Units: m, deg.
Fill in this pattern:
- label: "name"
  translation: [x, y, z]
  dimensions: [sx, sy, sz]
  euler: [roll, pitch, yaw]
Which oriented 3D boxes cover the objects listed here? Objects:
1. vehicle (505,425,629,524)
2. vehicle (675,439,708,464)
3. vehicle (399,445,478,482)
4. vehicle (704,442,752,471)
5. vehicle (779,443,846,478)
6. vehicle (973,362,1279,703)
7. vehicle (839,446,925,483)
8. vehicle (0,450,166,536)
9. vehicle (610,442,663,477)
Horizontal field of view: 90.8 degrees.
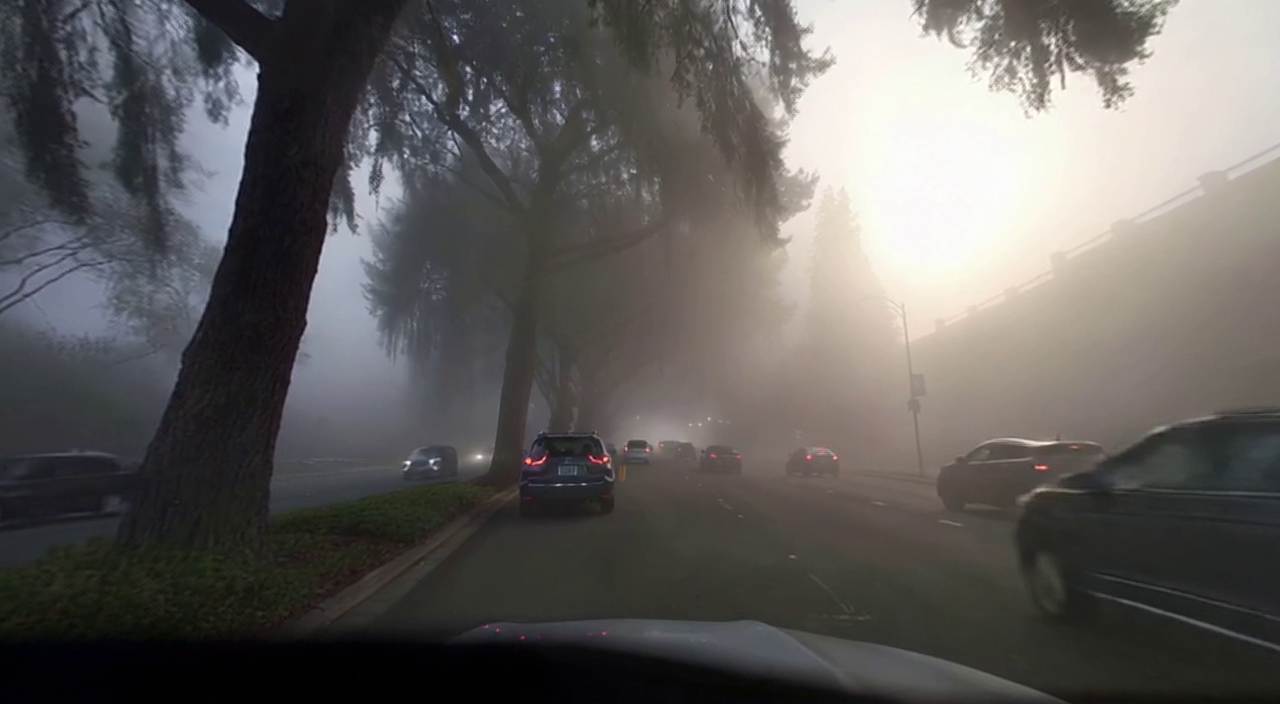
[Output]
- label: "vehicle"
  translation: [-1.427, 2.364, 12.733]
  dimensions: [2.106, 1.655, 3.717]
  euler: [1, -8, -6]
- label: "vehicle"
  translation: [3.950, 7.735, 49.487]
  dimensions: [2.114, 1.846, 4.659]
  euler: [0, -8, -1]
- label: "vehicle"
  translation: [-8.571, 4.752, 27.262]
  dimensions: [1.966, 1.489, 4.099]
  euler: [0, -8, 1]
- label: "vehicle"
  translation: [4.889, 5.851, 35.595]
  dimensions: [2.175, 1.477, 4.520]
  euler: [0, -8, 1]
- label: "vehicle"
  translation: [7.849, 4.966, 29.170]
  dimensions: [1.977, 1.485, 4.308]
  euler: [0, -8, 2]
- label: "vehicle"
  translation: [4.028, 0.963, 3.245]
  dimensions: [2.220, 1.715, 4.335]
  euler: [0, -8, 0]
- label: "vehicle"
  translation: [10.608, 4.915, 28.104]
  dimensions: [1.894, 1.469, 4.775]
  euler: [0, -8, 0]
- label: "vehicle"
  translation: [-12.283, 2.742, 12.736]
  dimensions: [1.981, 1.463, 4.395]
  euler: [0, -8, 1]
- label: "vehicle"
  translation: [-0.150, 4.675, 27.731]
  dimensions: [2.161, 1.445, 3.772]
  euler: [0, -8, 0]
